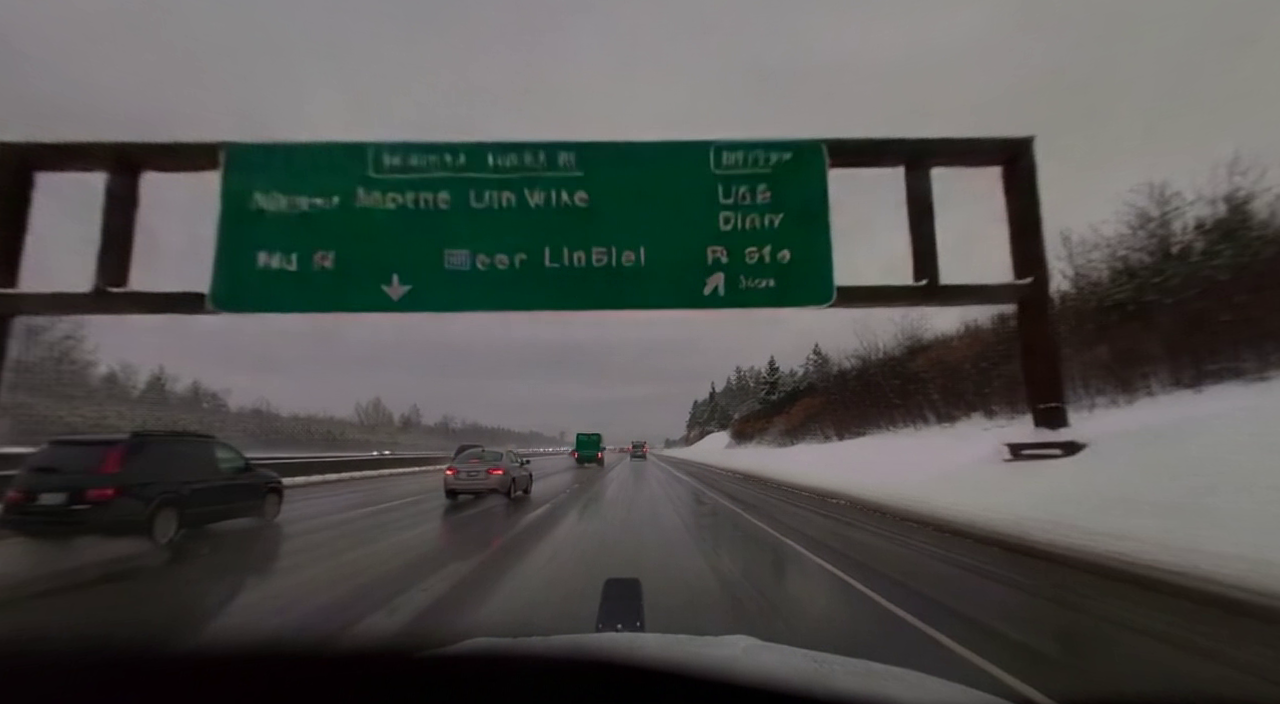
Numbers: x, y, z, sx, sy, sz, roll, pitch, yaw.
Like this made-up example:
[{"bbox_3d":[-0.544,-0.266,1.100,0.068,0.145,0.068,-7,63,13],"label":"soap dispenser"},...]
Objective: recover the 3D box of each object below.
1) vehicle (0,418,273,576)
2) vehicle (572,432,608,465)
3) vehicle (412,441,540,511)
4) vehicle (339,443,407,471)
[{"bbox_3d":[-7.257,1.772,8.452,2.091,1.558,4.220,0,-9,0],"label":"vehicle"},{"bbox_3d":[-3.849,7.614,49.917,2.290,2.453,5.561,0,-9,1],"label":"vehicle"},{"bbox_3d":[-3.684,2.858,14.963,1.924,1.436,3.915,0,-9,1],"label":"vehicle"},{"bbox_3d":[-15.685,6.187,37.384,1.959,1.549,4.625,0,-9,0],"label":"vehicle"}]
